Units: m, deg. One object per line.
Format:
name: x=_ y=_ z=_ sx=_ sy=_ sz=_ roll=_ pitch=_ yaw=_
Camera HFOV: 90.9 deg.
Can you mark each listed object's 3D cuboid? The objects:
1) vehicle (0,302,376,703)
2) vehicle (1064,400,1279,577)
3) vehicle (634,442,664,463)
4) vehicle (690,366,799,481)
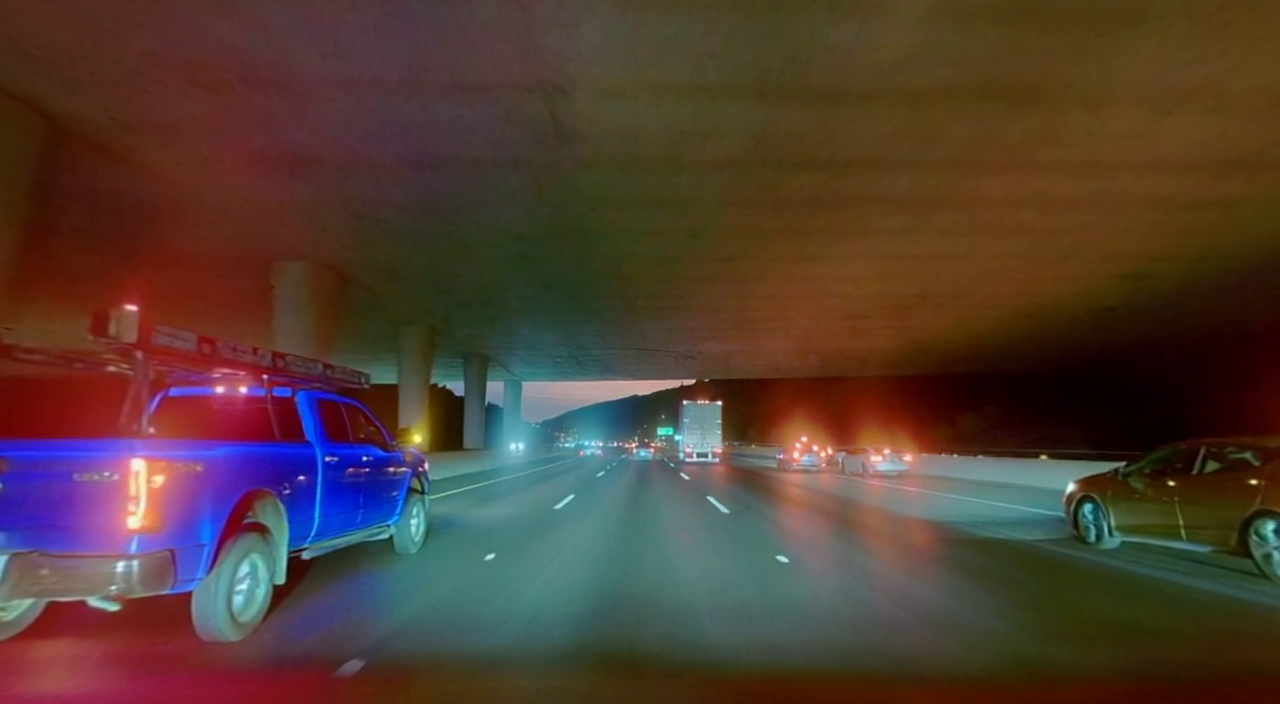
vehicle: x=-4.526 y=0.976 z=4.417 sx=2.599 sy=2.054 sz=6.288 roll=0 pitch=-8 yaw=0
vehicle: x=7.219 y=1.430 z=6.848 sx=1.999 sy=1.700 sz=4.640 roll=0 pitch=-8 yaw=1
vehicle: x=0.680 y=7.293 z=45.892 sx=2.092 sy=1.446 sz=4.092 roll=0 pitch=-8 yaw=1
vehicle: x=4.176 y=3.457 z=28.773 sx=2.885 sy=4.036 sz=12.891 roll=0 pitch=-8 yaw=1
